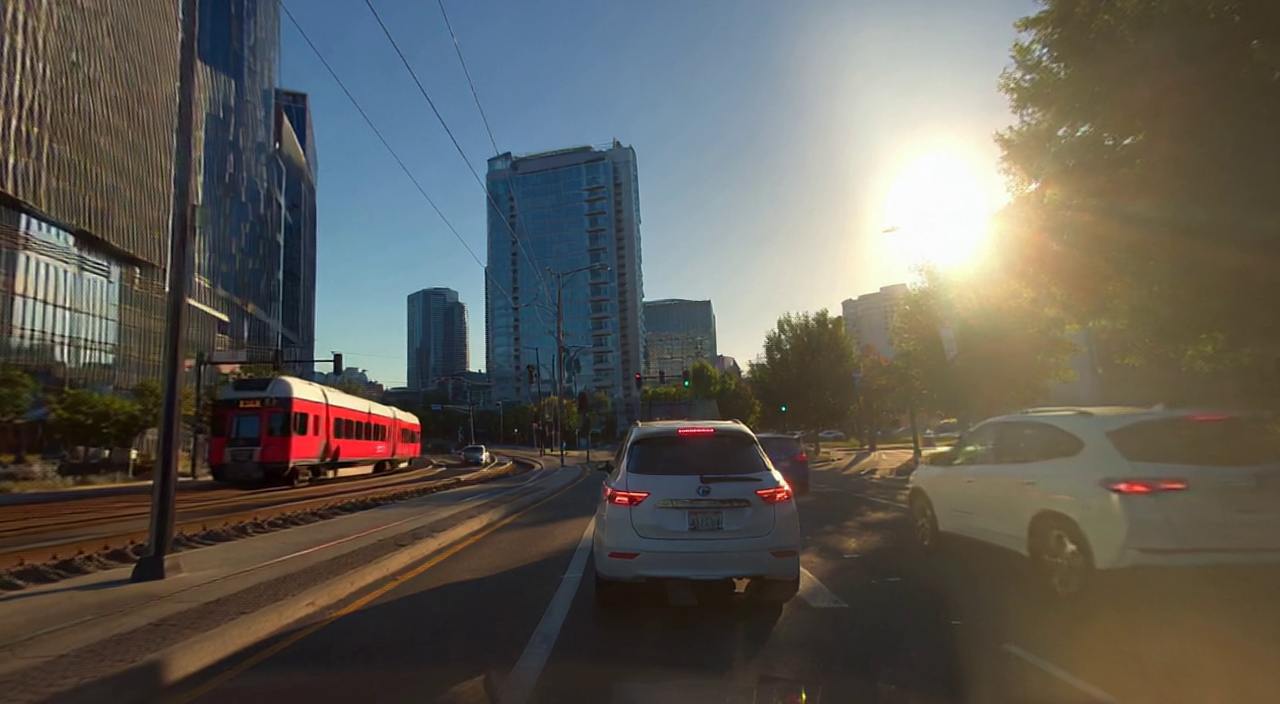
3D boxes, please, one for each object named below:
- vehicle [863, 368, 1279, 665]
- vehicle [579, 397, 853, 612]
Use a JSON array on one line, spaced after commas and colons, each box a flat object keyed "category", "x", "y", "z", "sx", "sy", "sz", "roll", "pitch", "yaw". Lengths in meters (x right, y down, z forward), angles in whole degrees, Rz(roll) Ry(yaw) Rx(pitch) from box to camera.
[{"category": "vehicle", "x": 4.284, "y": 1.350, "z": 6.345, "sx": 2.165, "sy": 1.760, "sz": 5.064, "roll": 0, "pitch": -9, "yaw": -1}, {"category": "vehicle", "x": 0.507, "y": 1.519, "z": 7.134, "sx": 2.190, "sy": 1.684, "sz": 4.084, "roll": 0, "pitch": -9, "yaw": -3}]
